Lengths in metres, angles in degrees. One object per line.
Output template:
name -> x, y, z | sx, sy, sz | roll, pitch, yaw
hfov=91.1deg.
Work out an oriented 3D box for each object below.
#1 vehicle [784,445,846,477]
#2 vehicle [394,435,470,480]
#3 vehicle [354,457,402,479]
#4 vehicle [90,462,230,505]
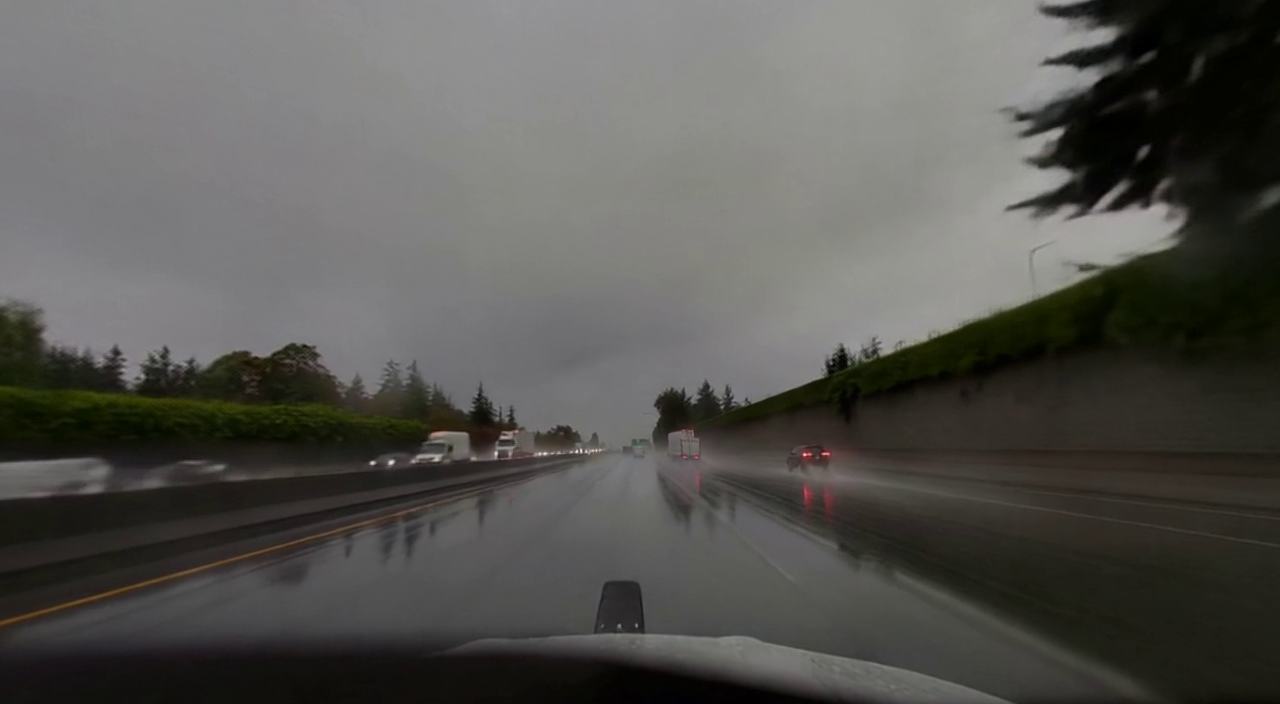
vehicle -> 9.600, 5.991, 34.885 | 1.950, 1.632, 4.845 | 0, -9, -1
vehicle -> -13.326, 6.816, 40.901 | 2.487, 2.645, 6.936 | 0, -9, 0
vehicle -> -20.444, 9.042, 49.256 | 1.930, 1.590, 4.292 | 0, -9, 0
vehicle -> -19.752, 5.400, 26.242 | 1.988, 1.479, 4.940 | 0, -9, -1
